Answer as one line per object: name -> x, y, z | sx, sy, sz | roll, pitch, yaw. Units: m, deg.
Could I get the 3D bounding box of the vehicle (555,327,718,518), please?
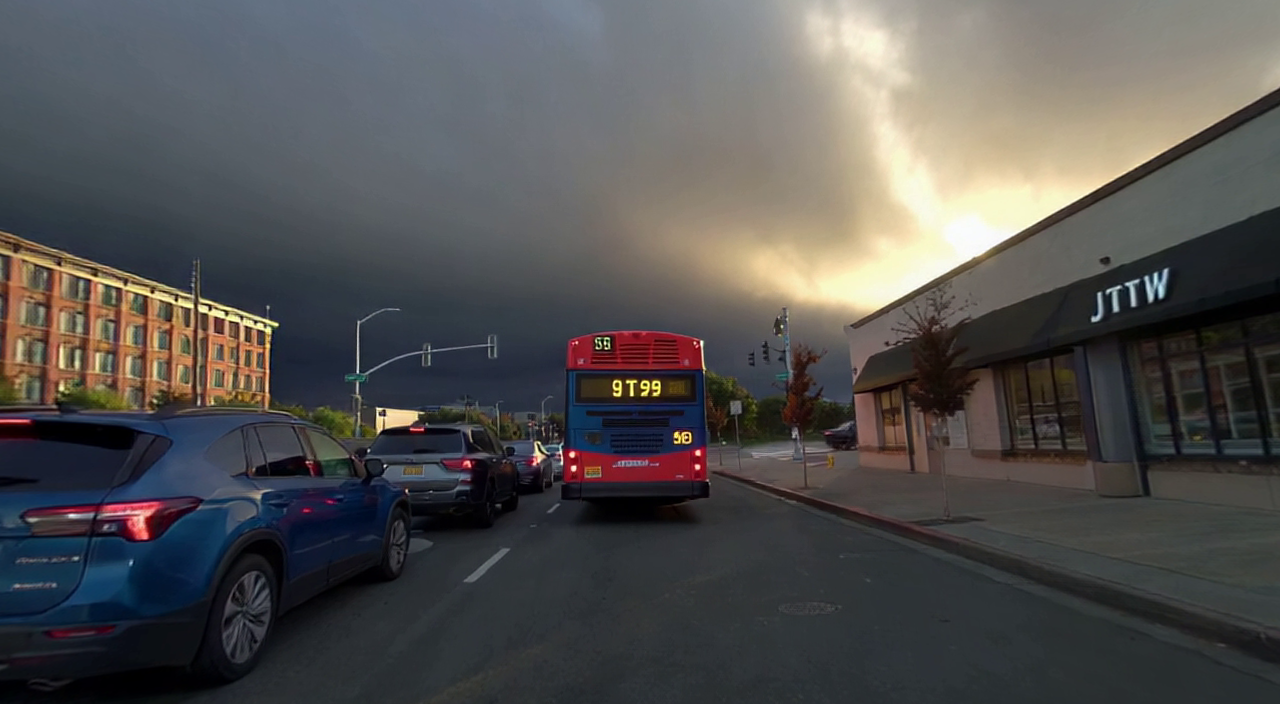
vehicle -> -0.294, 1.991, 16.525 | 2.938, 3.468, 9.972 | 0, -9, -3

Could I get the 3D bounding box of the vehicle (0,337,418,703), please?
vehicle -> -3.214, 1.091, 3.978 | 2.020, 1.725, 4.384 | 0, -8, 0

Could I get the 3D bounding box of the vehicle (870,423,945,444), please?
vehicle -> 19.958, 6.106, 47.202 | 4.827, 1.555, 1.863 | 1, -9, -6

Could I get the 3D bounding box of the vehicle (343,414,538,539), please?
vehicle -> -3.344, 2.198, 11.770 | 2.096, 1.828, 4.669 | 0, -8, 0

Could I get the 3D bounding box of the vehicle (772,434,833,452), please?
vehicle -> 11.954, 6.733, 46.669 | 3.949, 1.337, 1.738 | 1, -9, -4

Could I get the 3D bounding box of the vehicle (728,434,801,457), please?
vehicle -> 8.602, 6.476, 43.661 | 4.774, 1.492, 1.802 | -2, -9, 13
